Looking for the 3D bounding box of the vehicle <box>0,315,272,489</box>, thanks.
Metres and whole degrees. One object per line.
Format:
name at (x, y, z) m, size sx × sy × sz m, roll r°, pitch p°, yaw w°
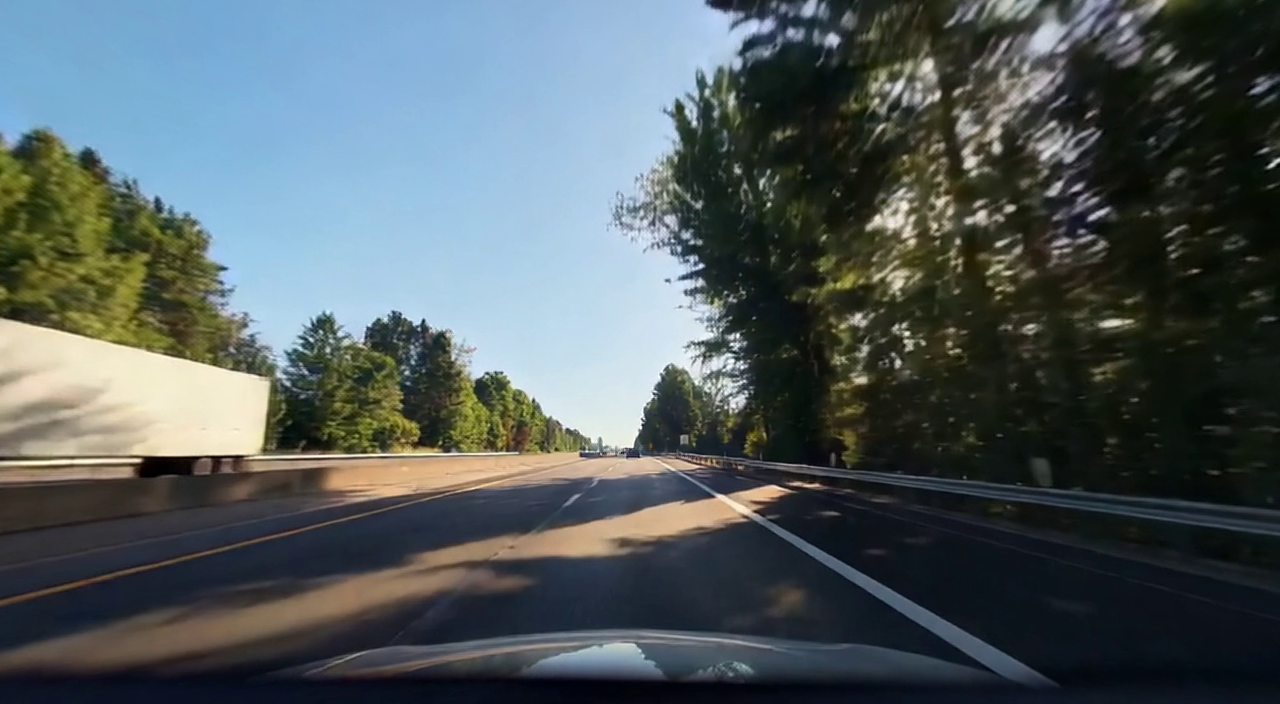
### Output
vehicle at (-16.646, 1.757, 18.562) m, size 2.924 × 4.069 × 14.387 m, roll 0°, pitch -9°, yaw 0°
